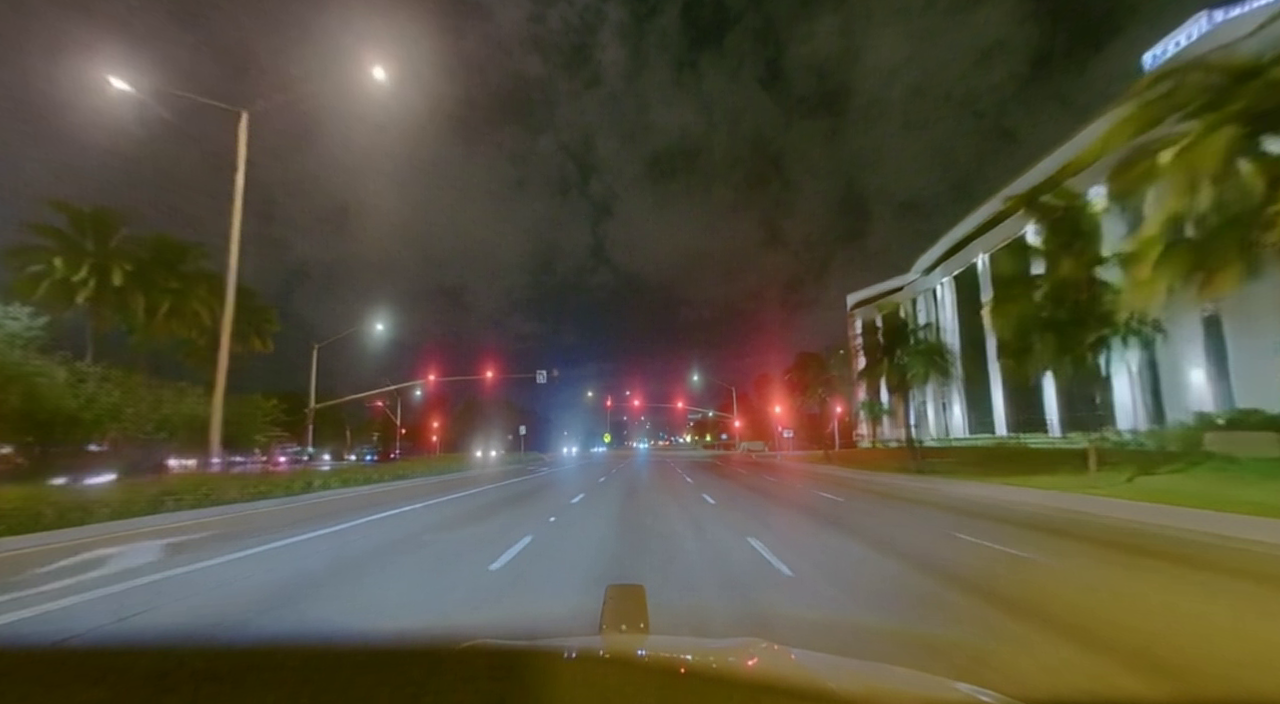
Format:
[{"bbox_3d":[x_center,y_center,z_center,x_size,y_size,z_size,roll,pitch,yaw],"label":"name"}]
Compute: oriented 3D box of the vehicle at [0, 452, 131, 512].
[{"bbox_3d":[-17.560,3.682,18.200,1.928,1.478,4.403,0,-8,1],"label":"vehicle"}]
